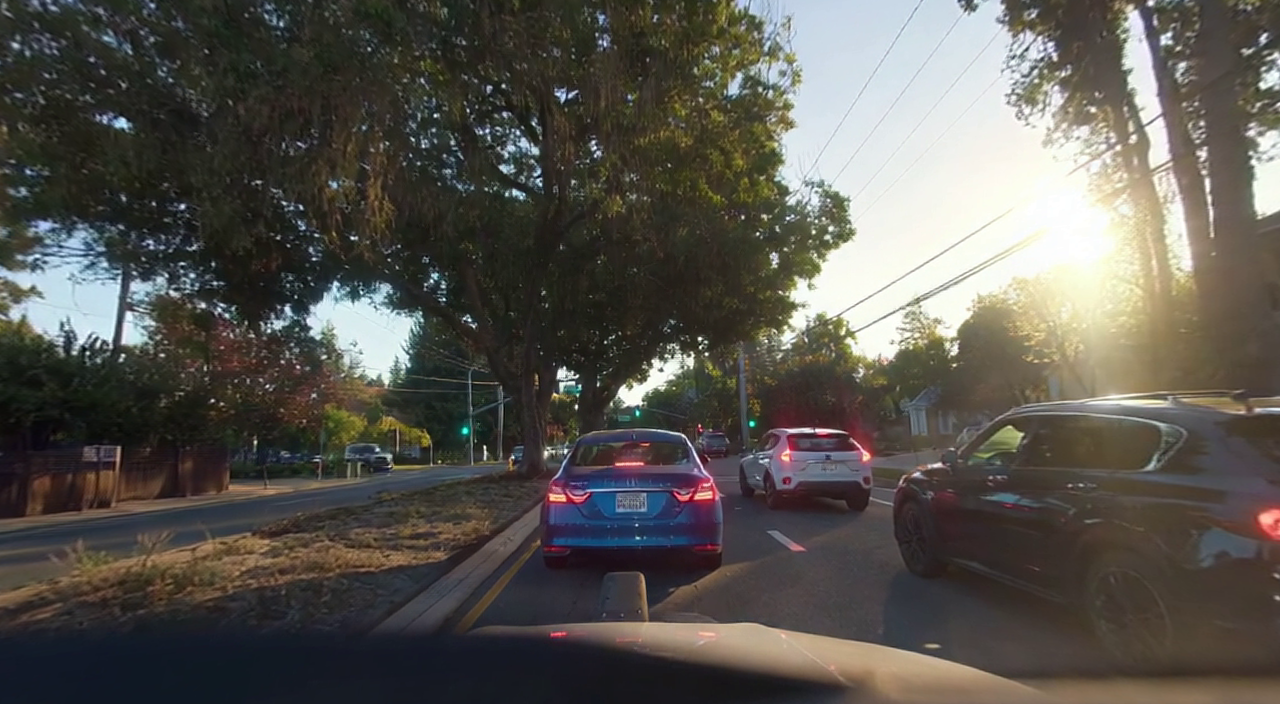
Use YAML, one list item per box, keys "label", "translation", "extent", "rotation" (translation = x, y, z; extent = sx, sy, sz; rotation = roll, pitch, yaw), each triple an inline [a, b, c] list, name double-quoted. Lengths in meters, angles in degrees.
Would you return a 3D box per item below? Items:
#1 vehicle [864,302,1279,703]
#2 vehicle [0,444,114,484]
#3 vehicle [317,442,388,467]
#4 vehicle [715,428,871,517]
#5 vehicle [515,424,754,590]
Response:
- label: "vehicle"
  translation: [3.359, 0.995, 4.326]
  extent: [2.006, 1.766, 4.345]
  rotation: [0, -8, -1]
- label: "vehicle"
  translation: [-22.531, 4.187, 23.701]
  extent: [4.092, 1.438, 1.639]
  rotation: [0, -8, 1]
- label: "vehicle"
  translation: [-19.905, 7.103, 43.790]
  extent: [3.957, 1.630, 1.881]
  rotation: [0, -8, 0]
- label: "vehicle"
  translation: [2.953, 2.439, 13.342]
  extent: [1.971, 1.517, 4.521]
  rotation: [0, -8, -2]
- label: "vehicle"
  translation: [-0.101, 1.727, 7.933]
  extent: [2.186, 1.500, 4.141]
  rotation: [0, -8, -1]
